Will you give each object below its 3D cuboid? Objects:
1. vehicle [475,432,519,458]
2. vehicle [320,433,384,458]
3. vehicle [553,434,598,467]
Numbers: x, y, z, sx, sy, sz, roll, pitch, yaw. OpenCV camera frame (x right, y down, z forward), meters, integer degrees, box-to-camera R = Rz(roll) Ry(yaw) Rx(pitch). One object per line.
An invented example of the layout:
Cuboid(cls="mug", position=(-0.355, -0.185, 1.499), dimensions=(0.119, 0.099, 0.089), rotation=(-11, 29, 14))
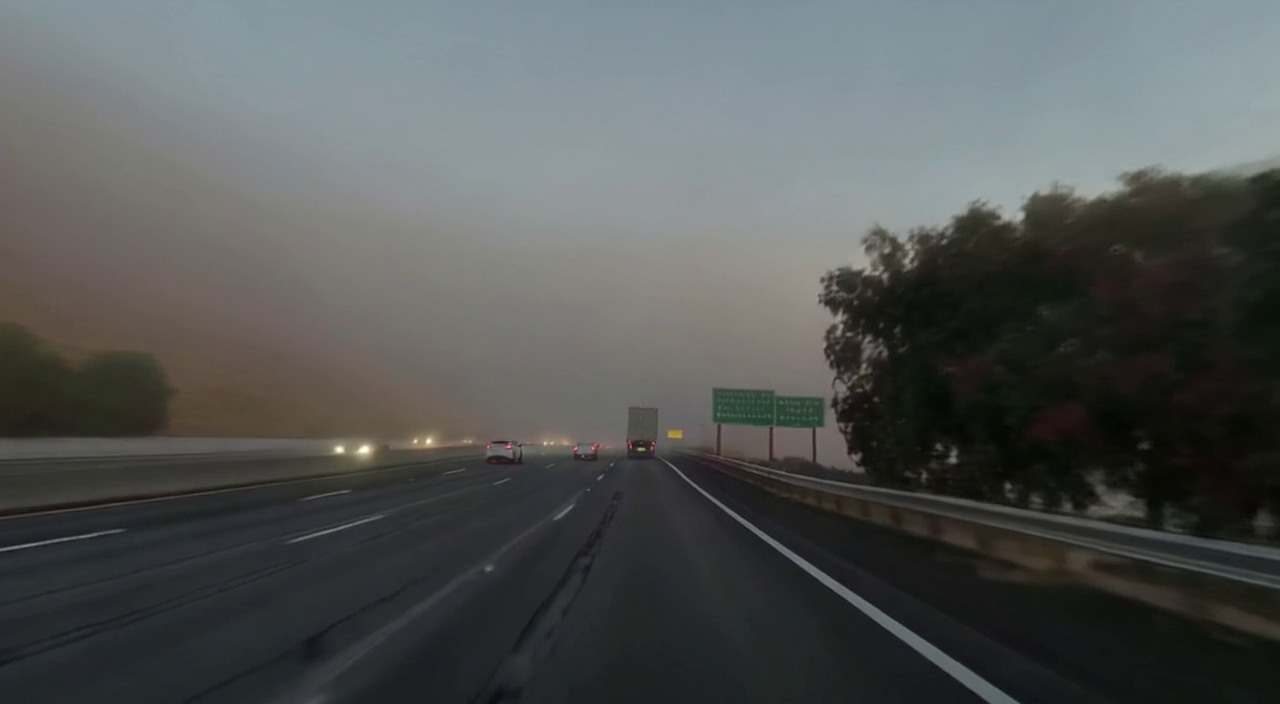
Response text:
Cuboid(cls="vehicle", position=(-10.095, 6.625, 44.712), dimensions=(1.958, 1.758, 4.684), rotation=(0, -9, 1))
Cuboid(cls="vehicle", position=(-18.061, 5.918, 39.720), dimensions=(1.837, 1.496, 4.386), rotation=(0, -9, 1))
Cuboid(cls="vehicle", position=(-3.610, 5.653, 36.213), dimensions=(2.053, 1.746, 4.508), rotation=(0, -9, 1))
